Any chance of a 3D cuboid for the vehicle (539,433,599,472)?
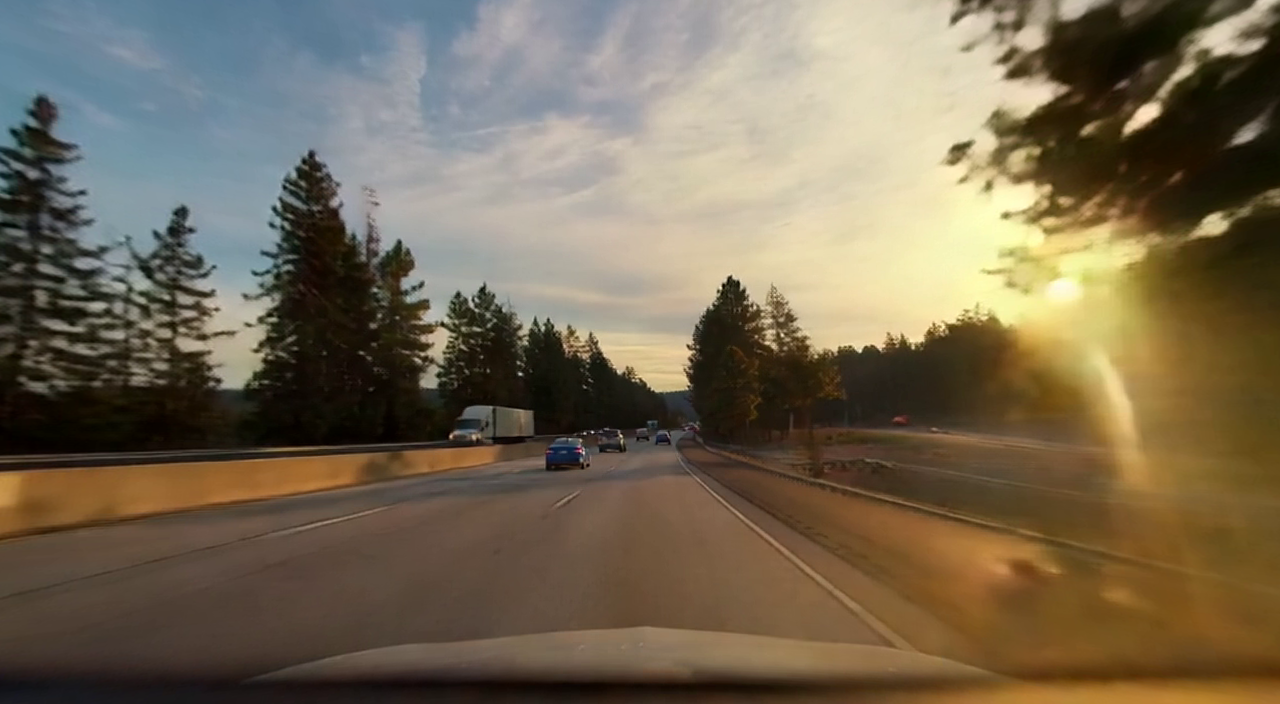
[{"bbox_3d":[-3.082,4.534,28.436,2.053,1.589,4.671,-1,-9,2],"label":"vehicle"}]
